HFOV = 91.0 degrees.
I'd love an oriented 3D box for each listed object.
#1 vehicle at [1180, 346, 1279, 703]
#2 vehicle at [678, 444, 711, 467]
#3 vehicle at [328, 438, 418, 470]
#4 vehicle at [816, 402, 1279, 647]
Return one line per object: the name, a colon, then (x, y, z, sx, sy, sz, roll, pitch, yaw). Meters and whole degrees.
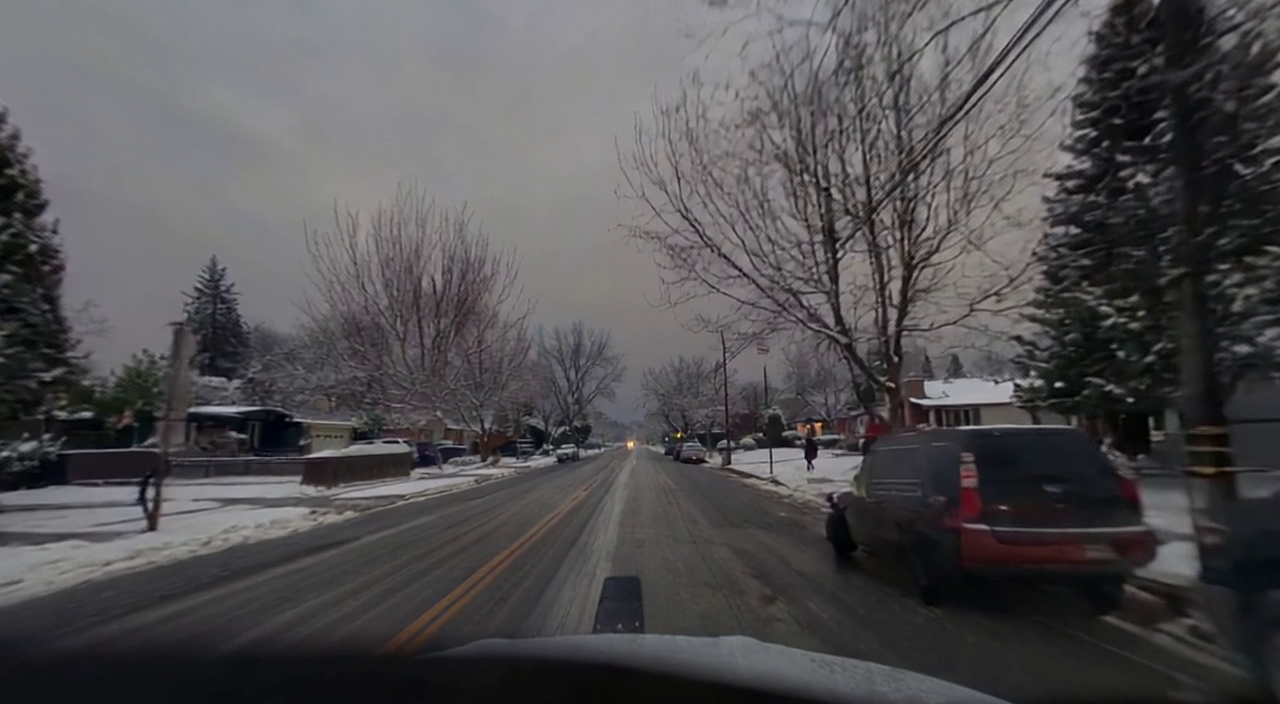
vehicle: (3.936, 0.562, 0.590, 2.068, 1.838, 5.278, 0, -9, -1)
vehicle: (3.815, 7.347, 44.829, 1.917, 1.569, 4.460, 0, -9, -1)
vehicle: (-15.387, 5.886, 36.409, 4.320, 1.767, 1.951, 0, -9, 3)
vehicle: (3.679, 1.533, 6.775, 2.316, 1.695, 4.596, 0, -8, 1)
